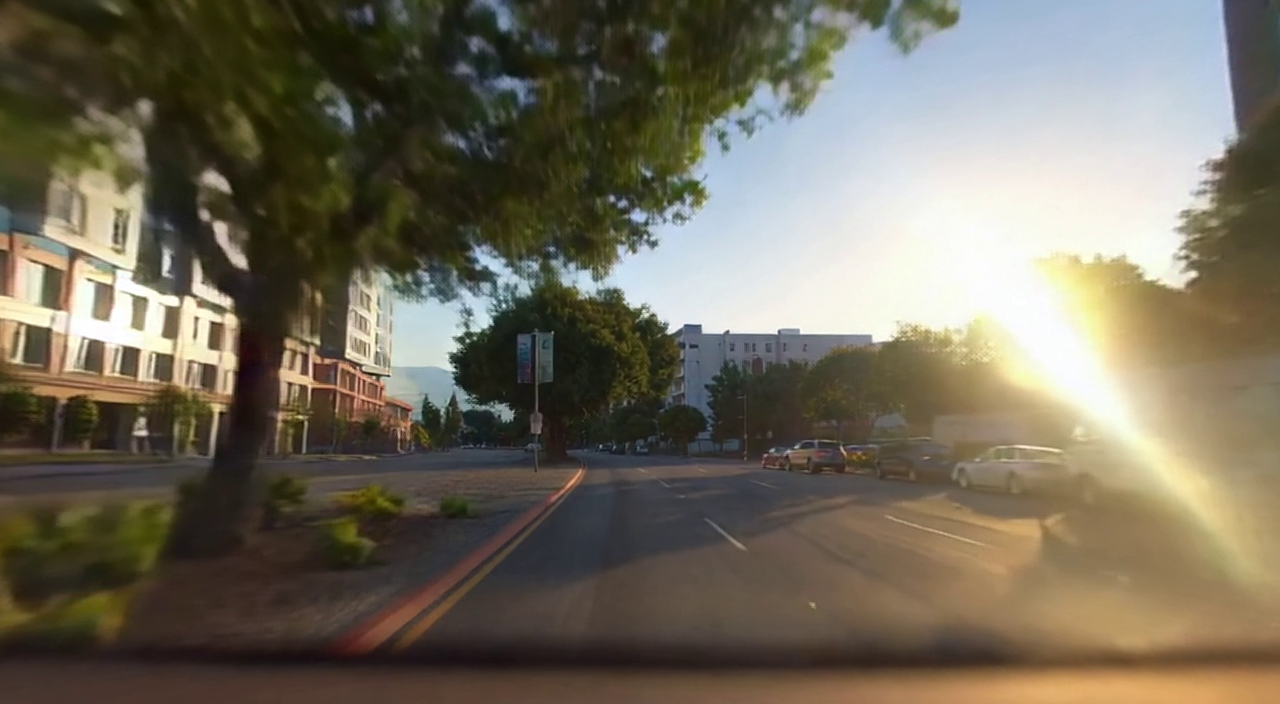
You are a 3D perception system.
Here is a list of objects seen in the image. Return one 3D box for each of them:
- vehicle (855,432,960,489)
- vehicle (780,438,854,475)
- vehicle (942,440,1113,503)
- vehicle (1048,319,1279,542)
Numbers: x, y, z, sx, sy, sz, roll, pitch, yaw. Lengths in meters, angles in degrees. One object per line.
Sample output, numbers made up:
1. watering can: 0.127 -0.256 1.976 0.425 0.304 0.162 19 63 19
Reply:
1. vehicle: 10.420 4.259 25.055 1.916 1.889 4.675 4 -9 -4
2. vehicle: 9.464 5.634 34.240 2.211 1.831 5.275 1 -9 -3
3. vehicle: 10.669 3.299 17.870 1.885 1.545 4.377 1 -9 -3
4. vehicle: 10.874 1.439 11.152 2.853 3.253 6.441 0 -9 -1
